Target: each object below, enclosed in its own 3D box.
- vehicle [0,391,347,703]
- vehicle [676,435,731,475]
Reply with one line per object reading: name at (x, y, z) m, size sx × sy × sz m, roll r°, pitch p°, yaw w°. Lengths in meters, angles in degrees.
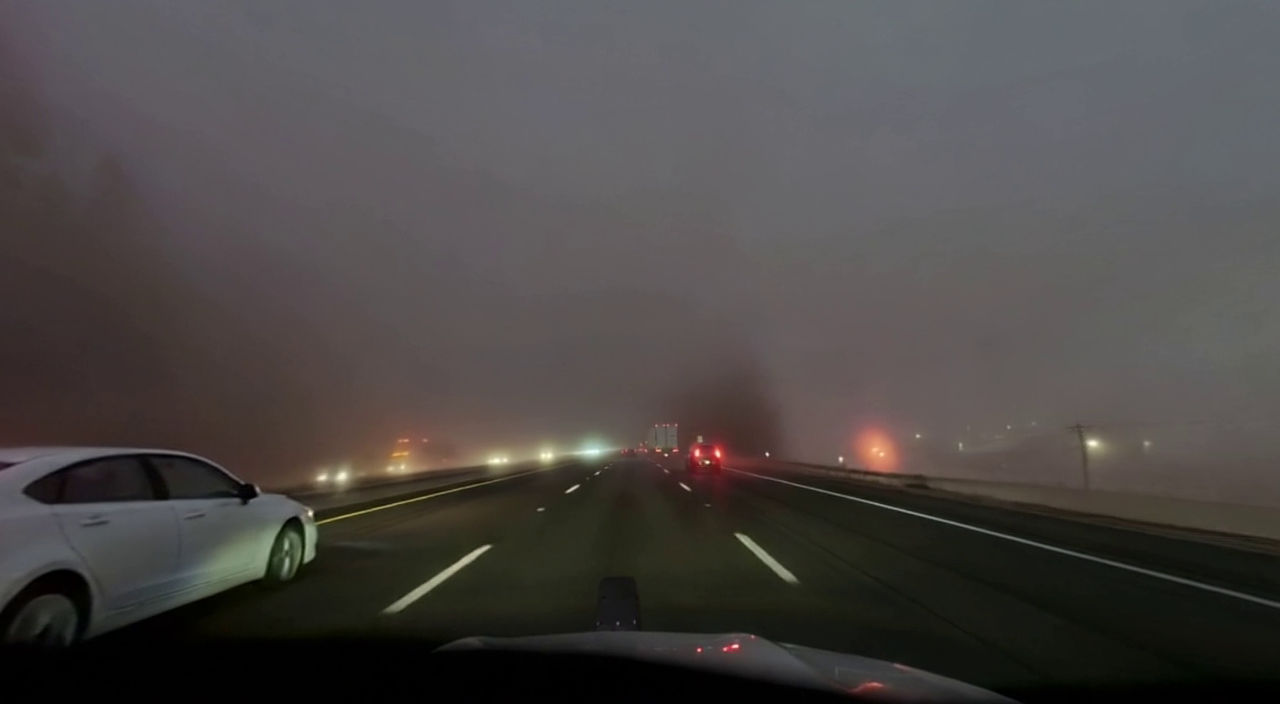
vehicle at (-4.156, 1.197, 4.447) m, size 1.903 × 1.607 × 4.770 m, roll 0°, pitch -8°, yaw 0°
vehicle at (2.938, 4.902, 30.194) m, size 2.065 × 1.760 × 4.488 m, roll 0°, pitch -9°, yaw -1°
